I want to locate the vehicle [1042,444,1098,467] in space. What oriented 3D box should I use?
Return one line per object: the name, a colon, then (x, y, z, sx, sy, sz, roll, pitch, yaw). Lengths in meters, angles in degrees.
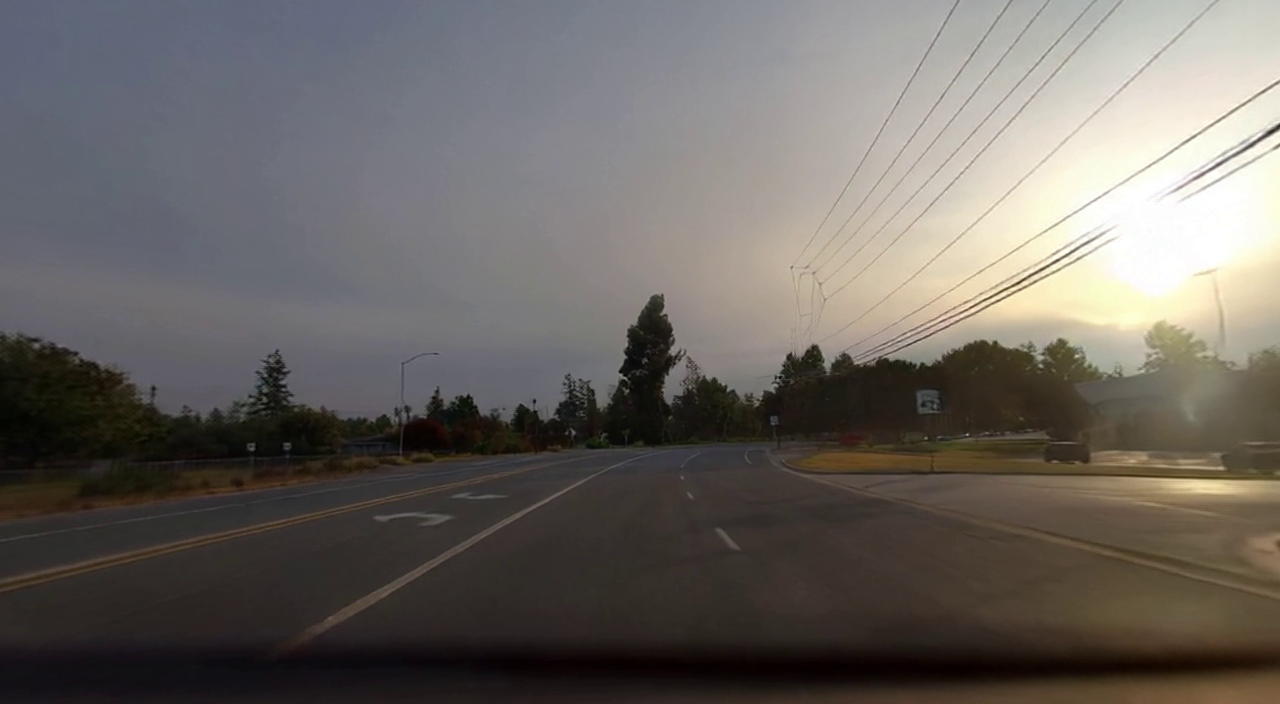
vehicle: (31.840, 7.754, 46.938, 1.807, 1.443, 4.905, -1, -11, 14)
